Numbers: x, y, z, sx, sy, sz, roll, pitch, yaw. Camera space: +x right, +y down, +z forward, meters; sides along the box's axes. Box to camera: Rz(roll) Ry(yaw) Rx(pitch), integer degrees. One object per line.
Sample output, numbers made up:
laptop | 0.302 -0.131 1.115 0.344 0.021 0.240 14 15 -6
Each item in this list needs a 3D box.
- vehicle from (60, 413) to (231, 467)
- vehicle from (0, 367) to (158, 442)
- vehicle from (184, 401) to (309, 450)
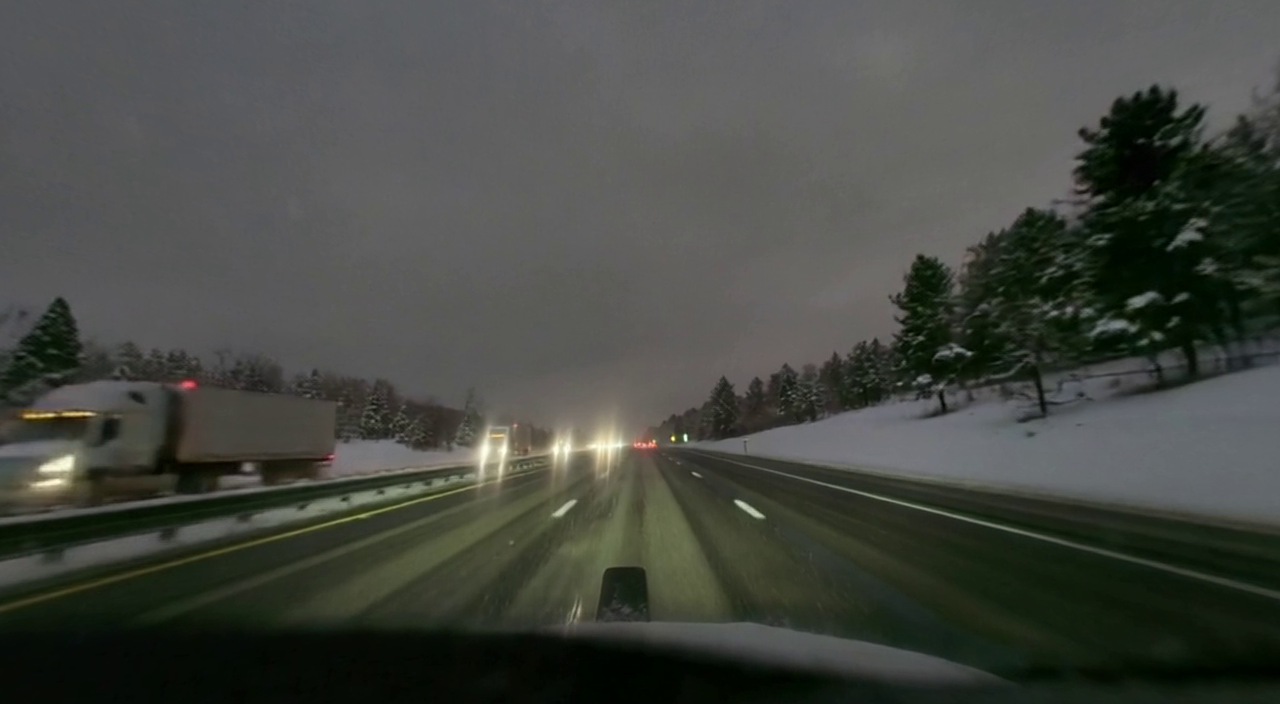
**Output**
vehicle | -18.017 3.278 23.358 2.169 1.756 5.078 0 -8 1
vehicle | -18.229 1.757 19.247 2.301 1.979 5.870 0 -8 0
vehicle | -18.131 3.507 29.411 2.087 2.096 5.564 0 -8 2
